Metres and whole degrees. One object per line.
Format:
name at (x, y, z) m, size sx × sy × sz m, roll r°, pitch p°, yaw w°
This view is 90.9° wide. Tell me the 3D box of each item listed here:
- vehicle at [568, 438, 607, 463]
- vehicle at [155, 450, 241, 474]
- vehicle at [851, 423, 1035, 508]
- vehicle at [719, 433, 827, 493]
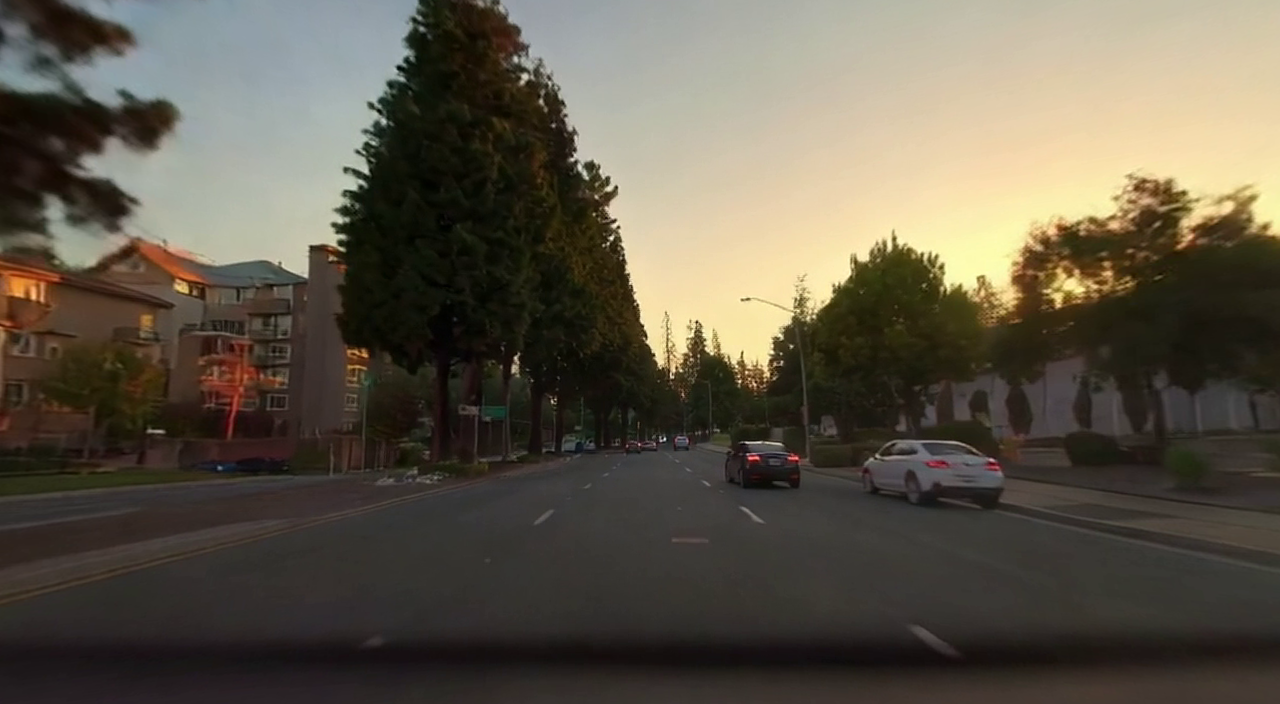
vehicle at (-3.289, 6.322, 40.497) m, size 2.049 × 1.485 × 4.656 m, roll 0°, pitch -8°, yaw 0°
vehicle at (-30.573, 7.581, 43.659) m, size 2.058 × 1.461 × 4.498 m, roll -8°, pitch -12°, yaw 44°
vehicle at (7.010, 2.685, 15.337) m, size 2.121 × 1.727 × 4.789 m, roll 0°, pitch -8°, yaw 0°
vehicle at (3.631, 3.128, 18.168) m, size 2.128 × 1.502 × 4.572 m, roll 0°, pitch -8°, yaw 0°
